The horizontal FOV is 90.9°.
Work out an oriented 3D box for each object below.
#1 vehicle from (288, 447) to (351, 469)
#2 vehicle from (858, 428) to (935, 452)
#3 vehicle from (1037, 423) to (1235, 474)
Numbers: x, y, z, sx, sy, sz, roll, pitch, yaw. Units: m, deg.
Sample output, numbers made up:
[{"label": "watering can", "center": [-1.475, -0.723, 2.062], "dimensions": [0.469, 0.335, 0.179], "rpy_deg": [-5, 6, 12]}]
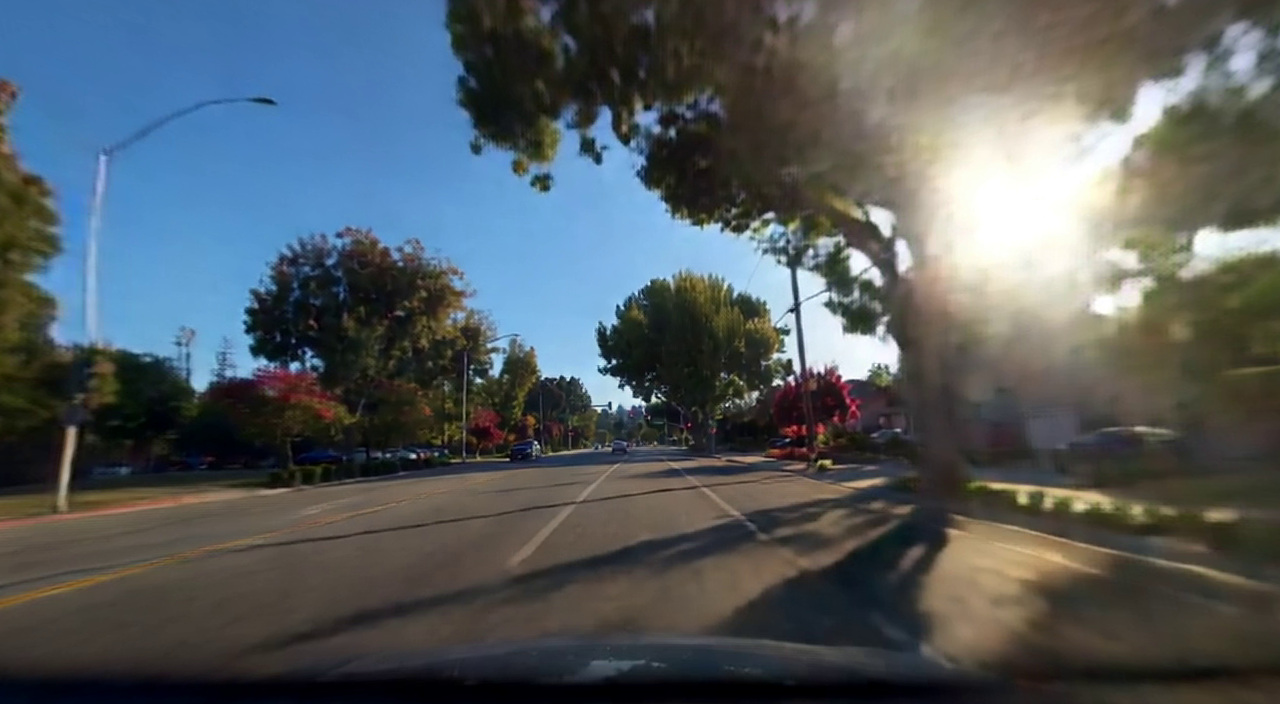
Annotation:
[{"label": "vehicle", "center": [-22.061, 7.310, 43.493], "dimensions": [3.459, 1.419, 1.631], "rpy_deg": [-1, -9, -2]}, {"label": "vehicle", "center": [18.520, 6.377, 45.628], "dimensions": [4.591, 1.718, 2.107], "rpy_deg": [0, -9, -3]}, {"label": "vehicle", "center": [14.687, 2.919, 18.965], "dimensions": [4.253, 1.397, 1.717], "rpy_deg": [-3, -9, 18]}]
